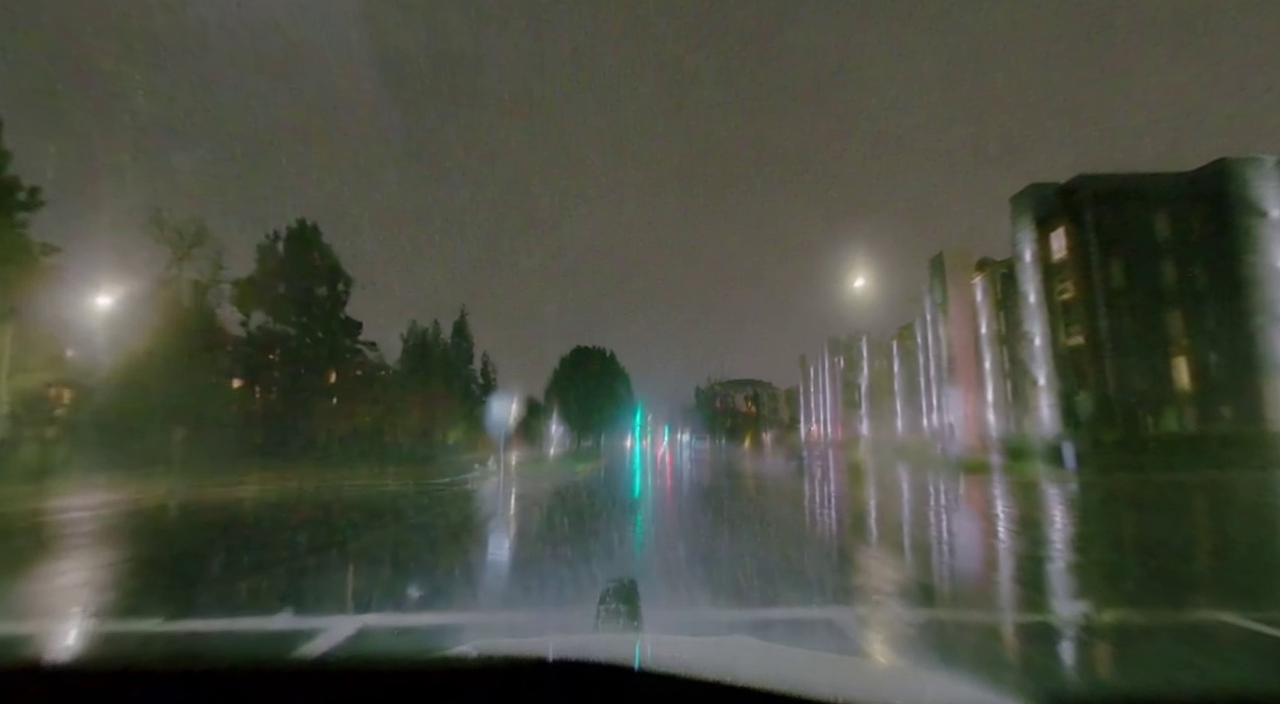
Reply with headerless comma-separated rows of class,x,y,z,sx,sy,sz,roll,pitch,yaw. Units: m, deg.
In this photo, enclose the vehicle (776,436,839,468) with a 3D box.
vehicle,9.865,5.952,37.726,2.065,1.732,5.036,1,-8,-4
